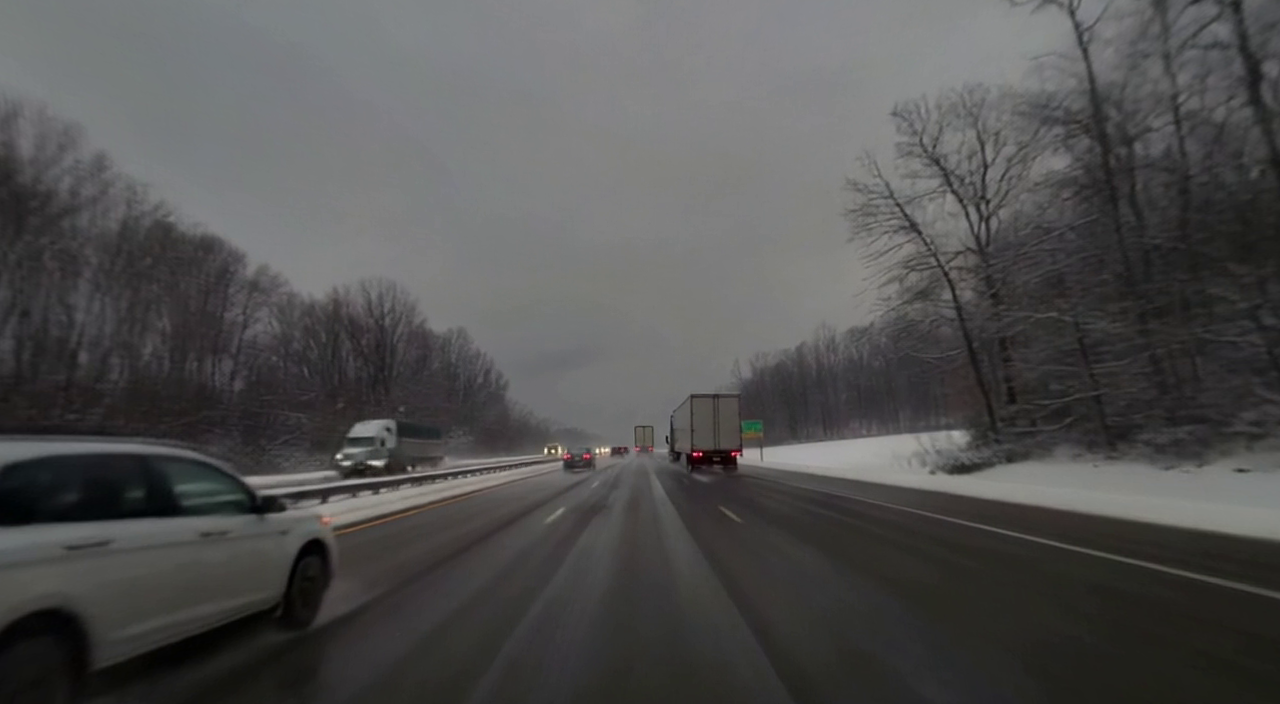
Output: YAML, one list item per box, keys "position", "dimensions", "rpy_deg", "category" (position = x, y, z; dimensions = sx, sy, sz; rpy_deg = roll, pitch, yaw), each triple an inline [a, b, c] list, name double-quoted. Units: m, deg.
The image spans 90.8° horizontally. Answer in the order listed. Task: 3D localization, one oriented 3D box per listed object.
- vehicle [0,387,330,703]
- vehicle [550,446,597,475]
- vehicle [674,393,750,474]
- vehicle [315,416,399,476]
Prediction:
- position: [-3.353, 0.873, 2.108]
  dimensions: [2.104, 1.526, 4.940]
  rpy_deg: [0, -9, 0]
  category: "vehicle"
- position: [-3.525, 5.863, 34.304]
  dimensions: [2.121, 1.445, 4.651]
  rpy_deg: [0, -9, 0]
  category: "vehicle"
- position: [4.027, 5.273, 39.446]
  dimensions: [2.974, 4.083, 14.389]
  rpy_deg: [0, -9, 0]
  category: "vehicle"
- position: [-19.524, 6.580, 43.967]
  dimensions: [3.011, 3.819, 5.956]
  rpy_deg: [0, -9, 0]
  category: "vehicle"
